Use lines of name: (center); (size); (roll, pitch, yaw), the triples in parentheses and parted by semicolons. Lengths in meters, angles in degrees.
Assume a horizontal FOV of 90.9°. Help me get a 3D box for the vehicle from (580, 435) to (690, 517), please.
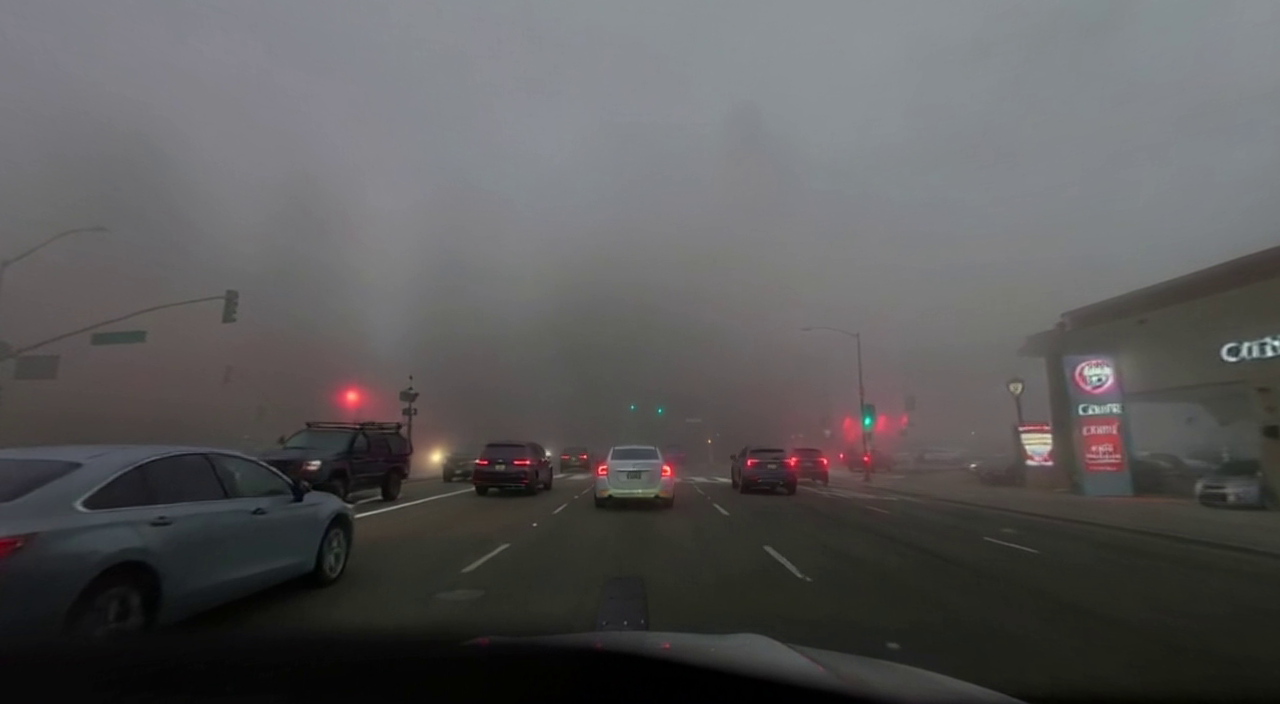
vehicle: (-0.078, 2.694, 14.202); (2.121, 1.563, 4.031); (0, -8, 0)

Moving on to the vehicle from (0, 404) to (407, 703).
vehicle: (-3.673, 1.284, 4.743); (1.992, 1.493, 4.688); (0, -8, 1)

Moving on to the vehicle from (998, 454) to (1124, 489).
vehicle: (19.294, 5.478, 29.067); (4.367, 1.475, 1.815); (-1, -9, 7)

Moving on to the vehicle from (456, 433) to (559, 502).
vehicle: (-3.544, 3.160, 17.648); (1.983, 1.685, 3.997); (0, -8, 1)

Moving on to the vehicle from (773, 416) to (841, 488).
vehicle: (8.236, 4.947, 31.293); (2.613, 3.281, 2.673); (2, -8, 0)

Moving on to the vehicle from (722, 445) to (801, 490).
vehicle: (4.319, 4.178, 23.152); (1.979, 1.485, 4.207); (0, -8, -1)

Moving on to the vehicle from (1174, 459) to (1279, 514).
vehicle: (18.818, 3.850, 18.213); (4.795, 1.457, 1.986); (-1, -9, 4)

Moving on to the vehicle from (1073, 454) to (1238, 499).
vehicle: (19.399, 4.686, 23.888); (4.379, 1.558, 2.033); (0, -9, 2)
